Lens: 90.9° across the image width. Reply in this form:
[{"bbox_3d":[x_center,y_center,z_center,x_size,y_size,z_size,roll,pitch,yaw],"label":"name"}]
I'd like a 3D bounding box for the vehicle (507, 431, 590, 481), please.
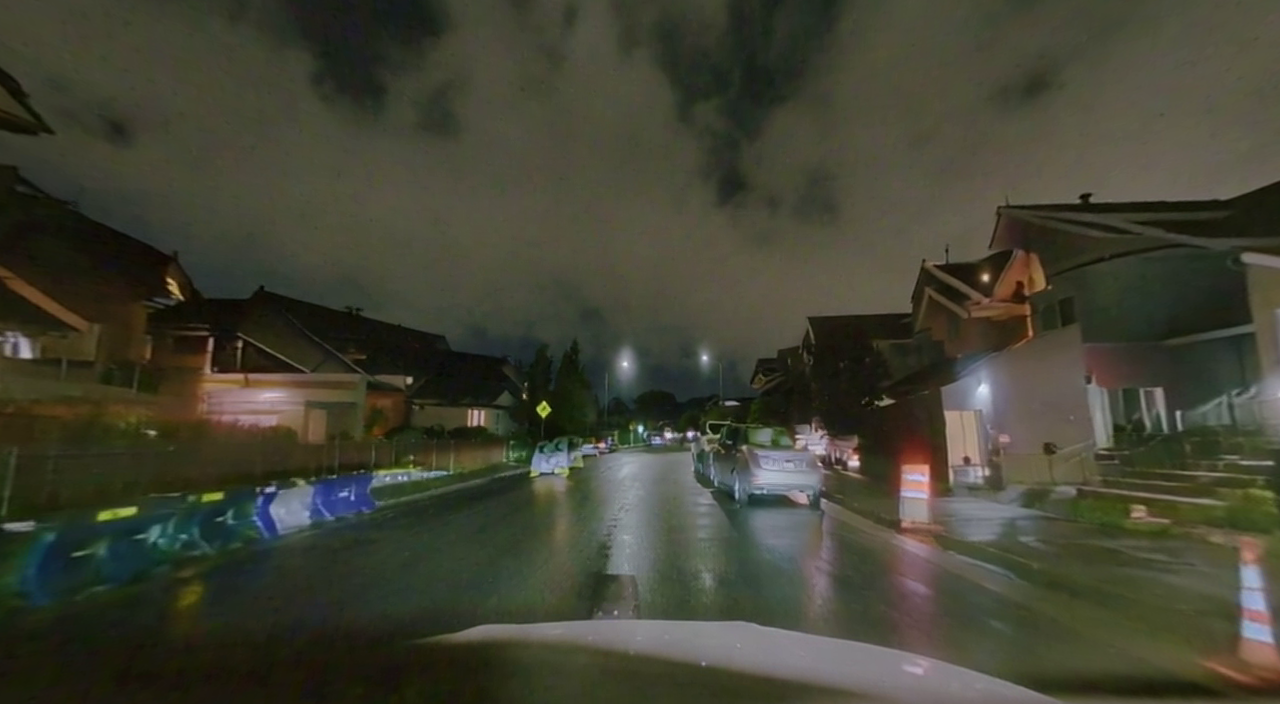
[{"bbox_3d":[-2.943,3.441,21.209,1.972,1.499,4.191,-1,-8,3],"label":"vehicle"}]

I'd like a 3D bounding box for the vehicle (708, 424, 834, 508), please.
[{"bbox_3d":[2.582,2.333,13.407,1.998,1.494,3.927,0,-8,3],"label":"vehicle"}]

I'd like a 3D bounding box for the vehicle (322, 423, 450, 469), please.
[{"bbox_3d":[-10.117,3.768,25.357,4.205,1.745,2.121,-1,-8,4],"label":"vehicle"}]
